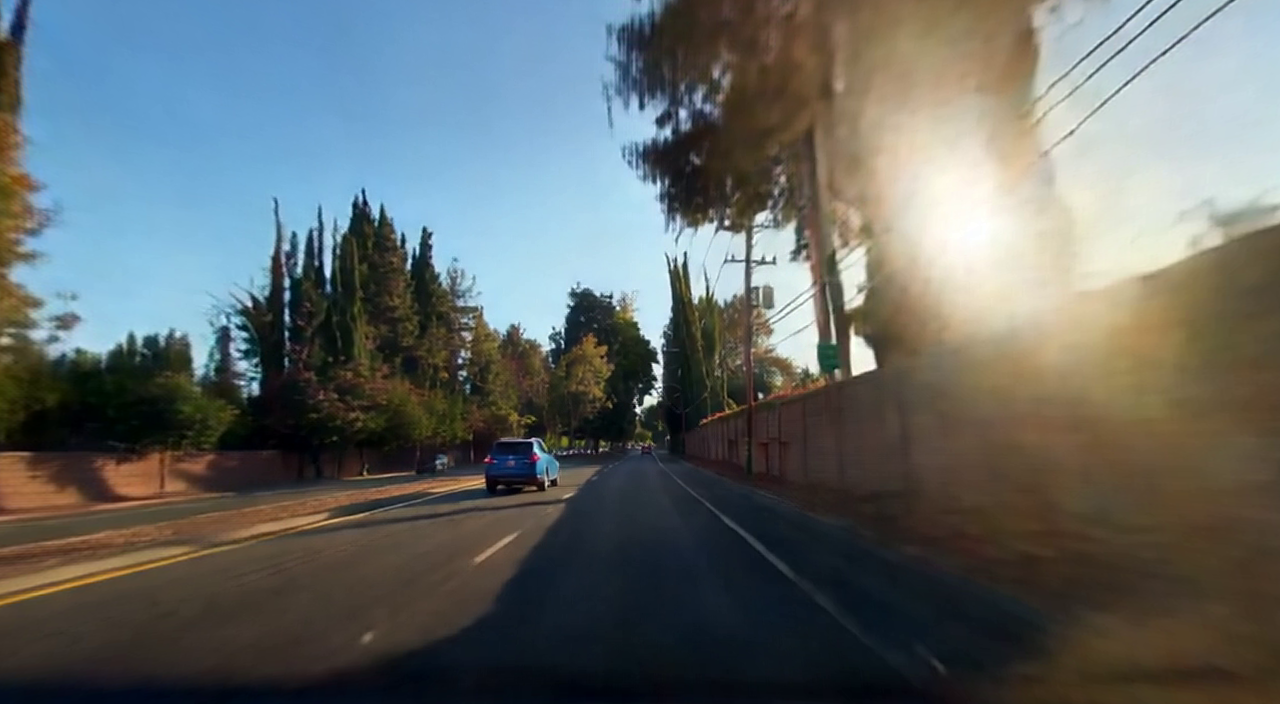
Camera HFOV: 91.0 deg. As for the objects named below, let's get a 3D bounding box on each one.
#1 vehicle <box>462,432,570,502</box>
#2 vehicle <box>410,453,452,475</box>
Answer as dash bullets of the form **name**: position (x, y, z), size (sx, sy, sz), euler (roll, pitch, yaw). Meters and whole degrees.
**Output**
- **vehicle**: position (-3.379, 3.229, 18.137), size (2.147, 1.730, 4.555), euler (0, -8, 0)
- **vehicle**: position (-15.996, 8.582, 48.313), size (1.766, 1.554, 3.887), euler (0, -8, 1)
